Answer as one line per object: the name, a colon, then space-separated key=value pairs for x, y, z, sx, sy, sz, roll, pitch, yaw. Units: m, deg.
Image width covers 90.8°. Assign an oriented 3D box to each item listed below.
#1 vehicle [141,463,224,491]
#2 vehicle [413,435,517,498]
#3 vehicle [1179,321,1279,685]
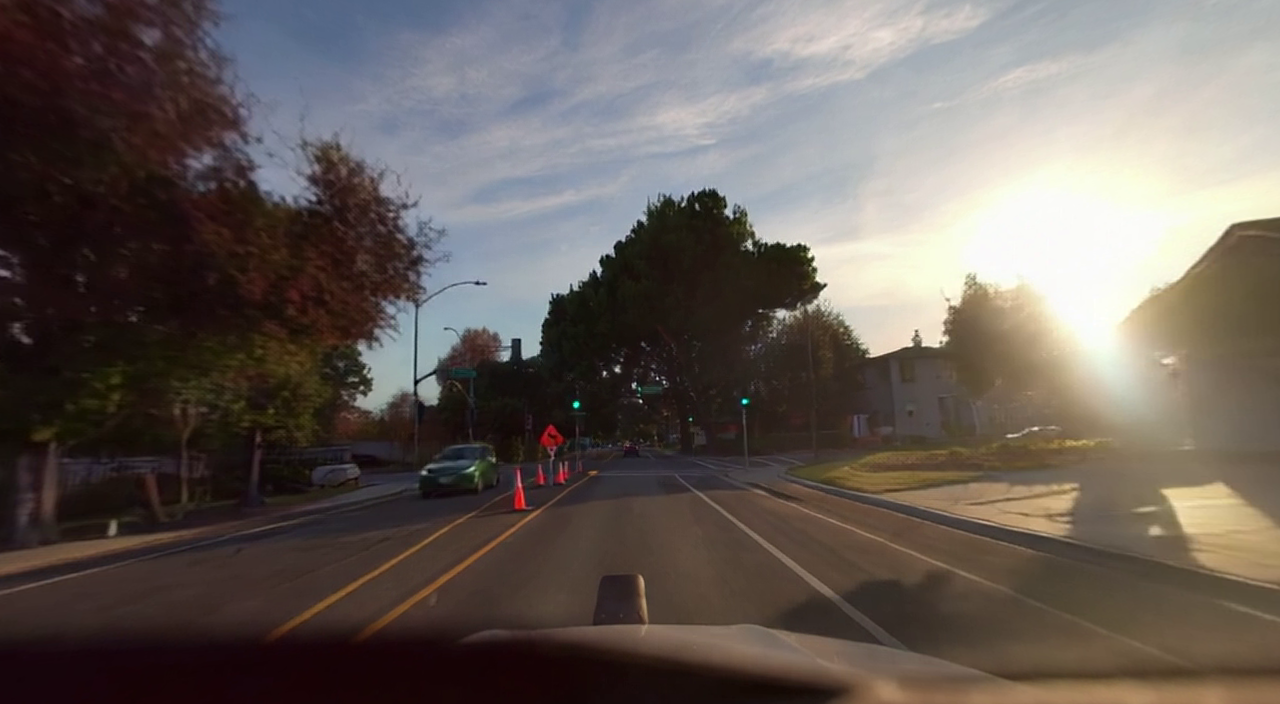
vehicle: x=-33.821 y=9.240 z=46.807 sx=4.433 sy=1.908 sz=2.090 roll=0 pitch=-8 yaw=-4
vehicle: x=-5.805 y=3.857 z=21.662 sx=2.240 sy=1.879 sz=4.847 roll=0 pitch=-9 yaw=-1
vehicle: x=4.680 y=0.520 z=1.322 sx=2.404 sy=2.054 sz=5.588 roll=-1 pitch=-9 yaw=4
